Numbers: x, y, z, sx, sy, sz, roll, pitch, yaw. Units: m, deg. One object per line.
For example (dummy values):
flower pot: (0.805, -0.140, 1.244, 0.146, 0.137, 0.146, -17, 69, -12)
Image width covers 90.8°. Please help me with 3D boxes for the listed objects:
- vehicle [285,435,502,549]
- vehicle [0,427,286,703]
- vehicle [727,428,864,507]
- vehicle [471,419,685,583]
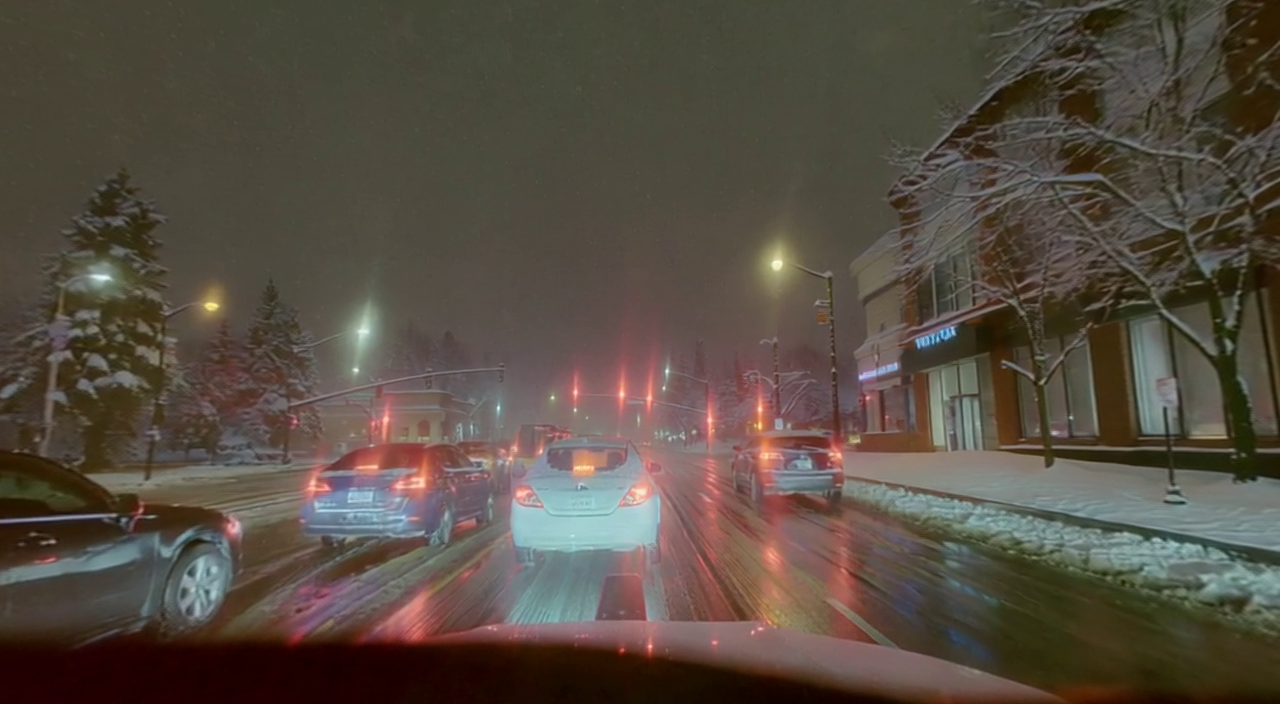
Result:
vehicle: (-3.736, 2.174, 10.508, 1.950, 1.487, 4.130, 0, -9, 0)
vehicle: (-4.155, 1.134, 3.285, 2.020, 1.457, 4.496, 0, -9, 0)
vehicle: (3.583, 2.766, 15.527, 2.097, 1.651, 4.300, 0, -9, -2)
vehicle: (-0.625, 1.731, 8.106, 2.042, 1.555, 3.912, 0, -9, -1)
